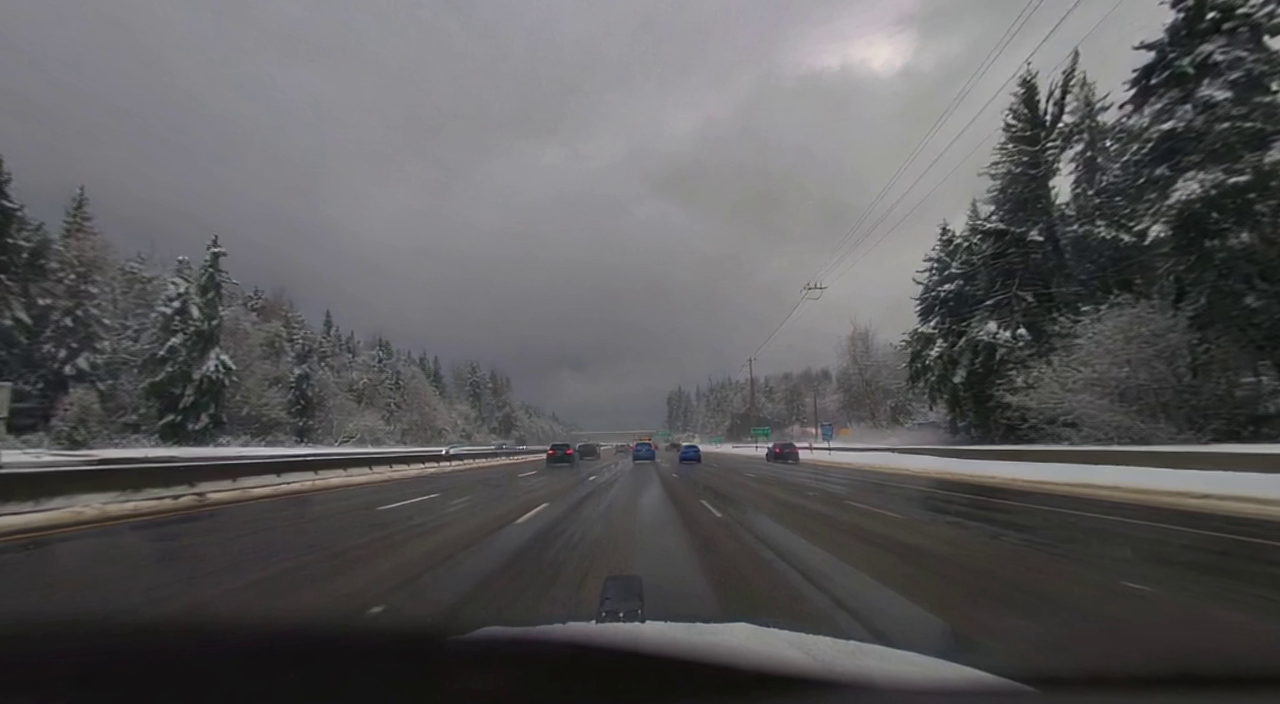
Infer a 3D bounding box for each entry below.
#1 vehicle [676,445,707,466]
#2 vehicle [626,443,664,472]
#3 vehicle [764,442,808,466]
[{"bbox_3d":[3.923,7.944,48.444,2.076,1.506,4.050,0,-9,1],"label":"vehicle"},{"bbox_3d":[0.312,6.063,36.322,2.066,1.562,4.198,0,-9,1],"label":"vehicle"},{"bbox_3d":[11.086,7.779,48.098,2.214,1.761,4.663,0,-9,0],"label":"vehicle"}]
